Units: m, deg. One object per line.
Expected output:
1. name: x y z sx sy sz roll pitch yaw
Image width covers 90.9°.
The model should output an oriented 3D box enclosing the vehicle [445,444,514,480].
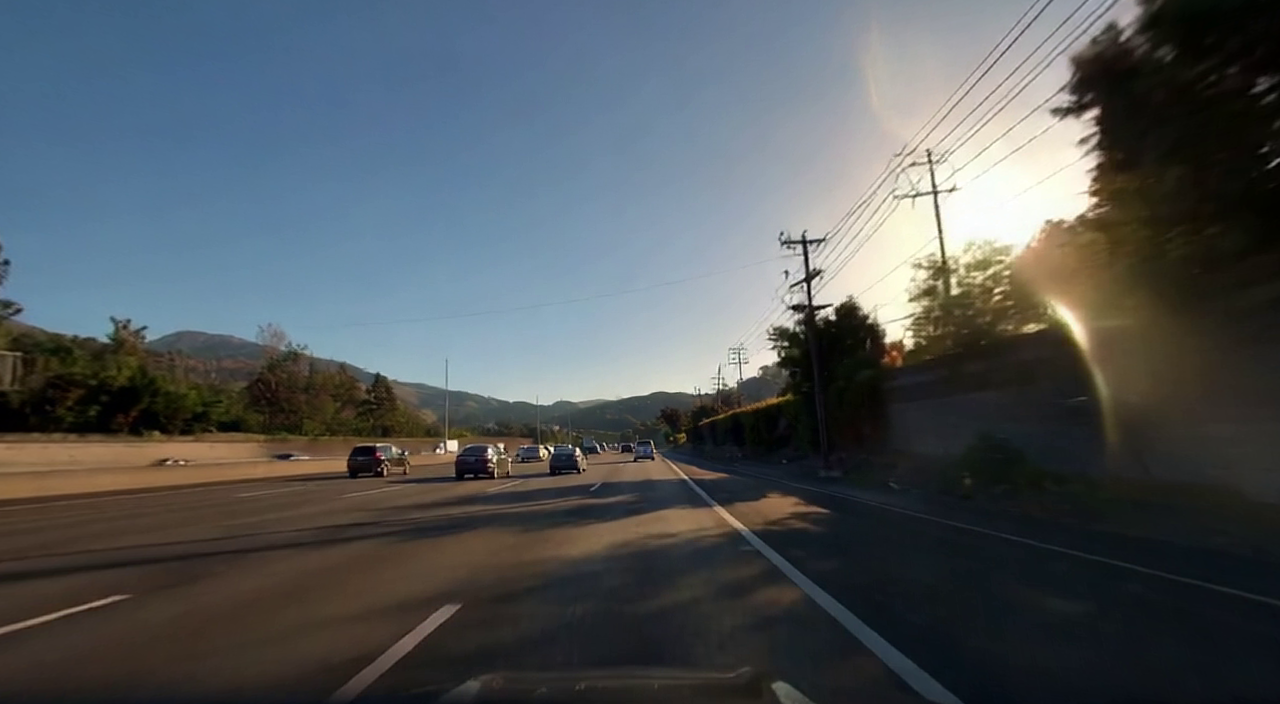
1. vehicle: -7.125 4.903 28.386 1.899 1.472 4.202 0 -9 1

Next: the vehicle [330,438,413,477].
1. vehicle: -14.240 5.618 33.850 2.172 1.946 5.017 0 -9 1

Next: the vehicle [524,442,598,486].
1. vehicle: -2.787 4.093 23.283 2.064 1.446 4.409 0 -9 2

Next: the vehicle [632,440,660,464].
1. vehicle: 0.409 7.779 49.171 2.001 1.732 4.823 0 -9 -1

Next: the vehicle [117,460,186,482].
1. vehicle: -35.493 8.627 45.935 1.788 1.410 4.013 -1 -9 1
